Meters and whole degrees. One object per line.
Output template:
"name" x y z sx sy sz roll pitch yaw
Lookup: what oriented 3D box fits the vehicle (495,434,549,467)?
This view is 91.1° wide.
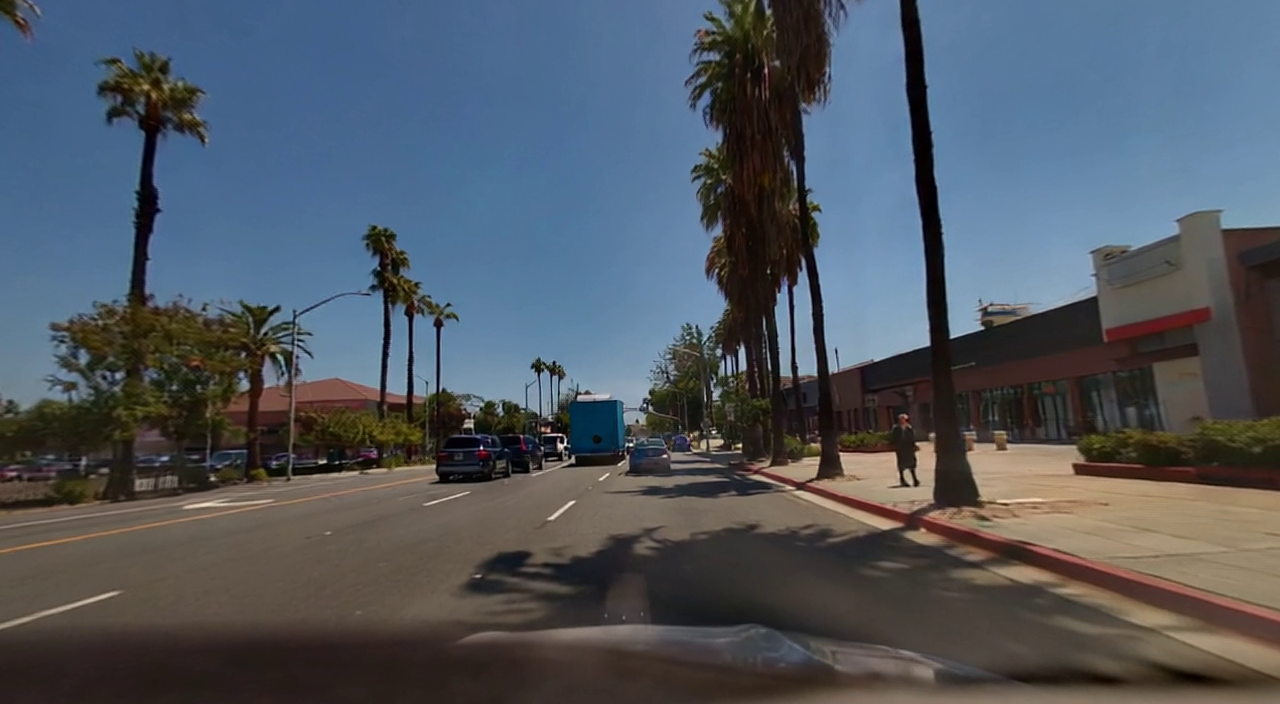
"vehicle" -6.621 5.577 35.777 2.143 1.736 4.648 0 -9 1

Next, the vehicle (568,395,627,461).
"vehicle" -2.614 5.404 43.285 2.992 3.949 11.815 0 -9 1

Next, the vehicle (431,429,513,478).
"vehicle" -6.845 4.180 26.057 2.014 1.830 4.281 0 -9 3

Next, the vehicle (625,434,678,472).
"vehicle" 0.492 4.346 27.240 2.144 1.514 4.063 0 -9 1
